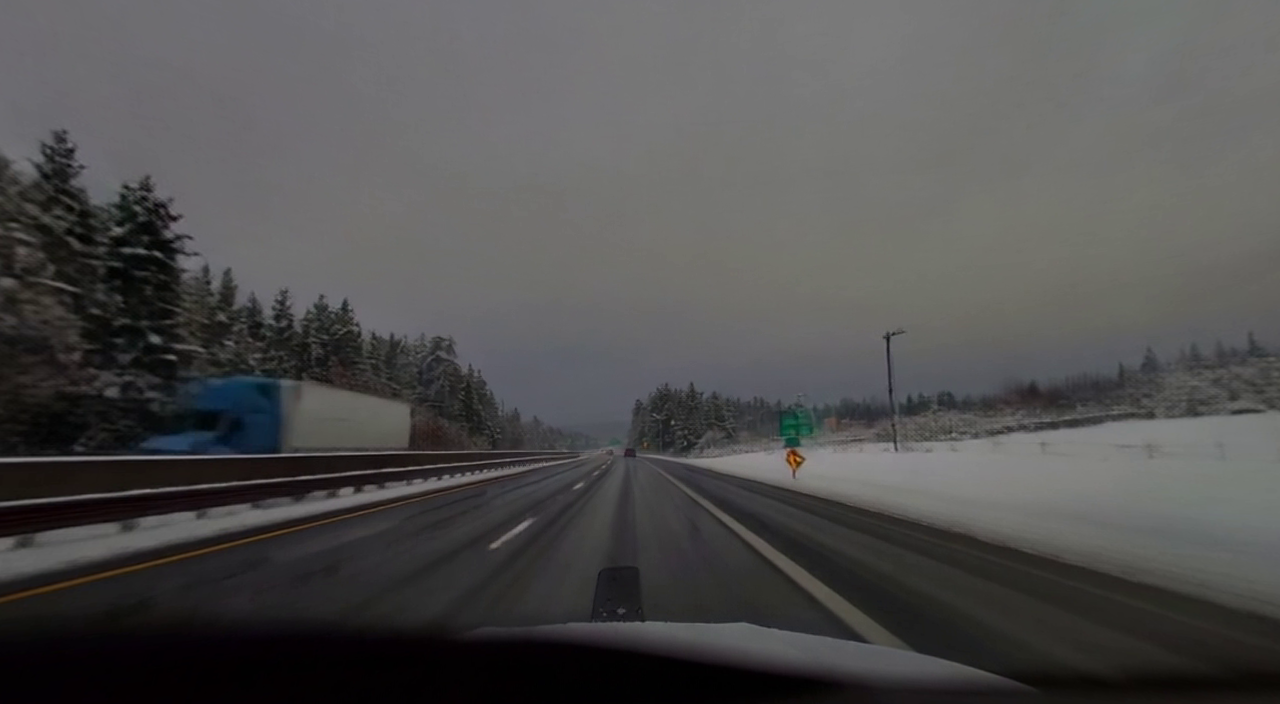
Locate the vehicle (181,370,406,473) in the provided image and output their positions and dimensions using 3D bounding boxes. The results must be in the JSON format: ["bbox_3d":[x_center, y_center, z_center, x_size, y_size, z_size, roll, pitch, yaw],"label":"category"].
[{"bbox_3d":[-16.908,4.088,33.621,2.908,4.077,17.001,0,-9,-2],"label":"vehicle"}]
